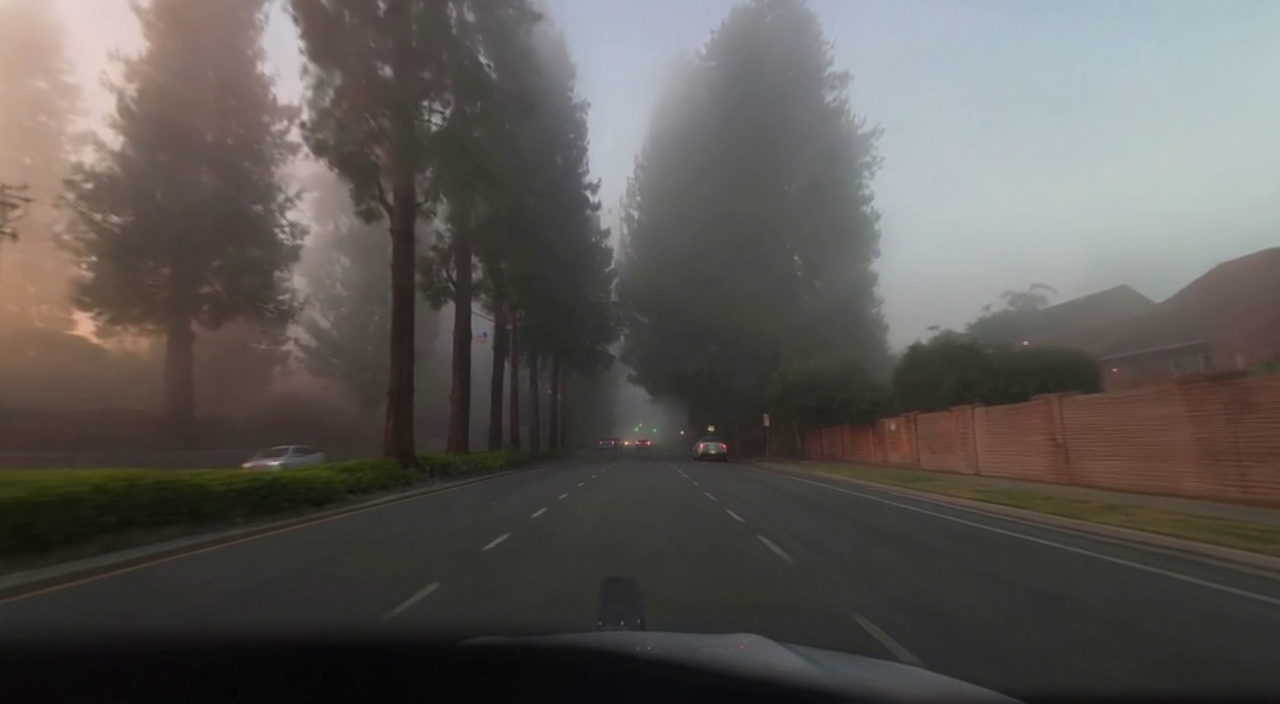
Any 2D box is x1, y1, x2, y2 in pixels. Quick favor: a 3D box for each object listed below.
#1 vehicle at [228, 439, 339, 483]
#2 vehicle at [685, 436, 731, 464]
[{"bbox_3d":[-17.117,5.229,30.675,2.208,1.899,5.269,0,-8,1],"label":"vehicle"},{"bbox_3d":[4.050,5.919,38.264,2.237,1.578,4.621,0,-8,-1],"label":"vehicle"}]
